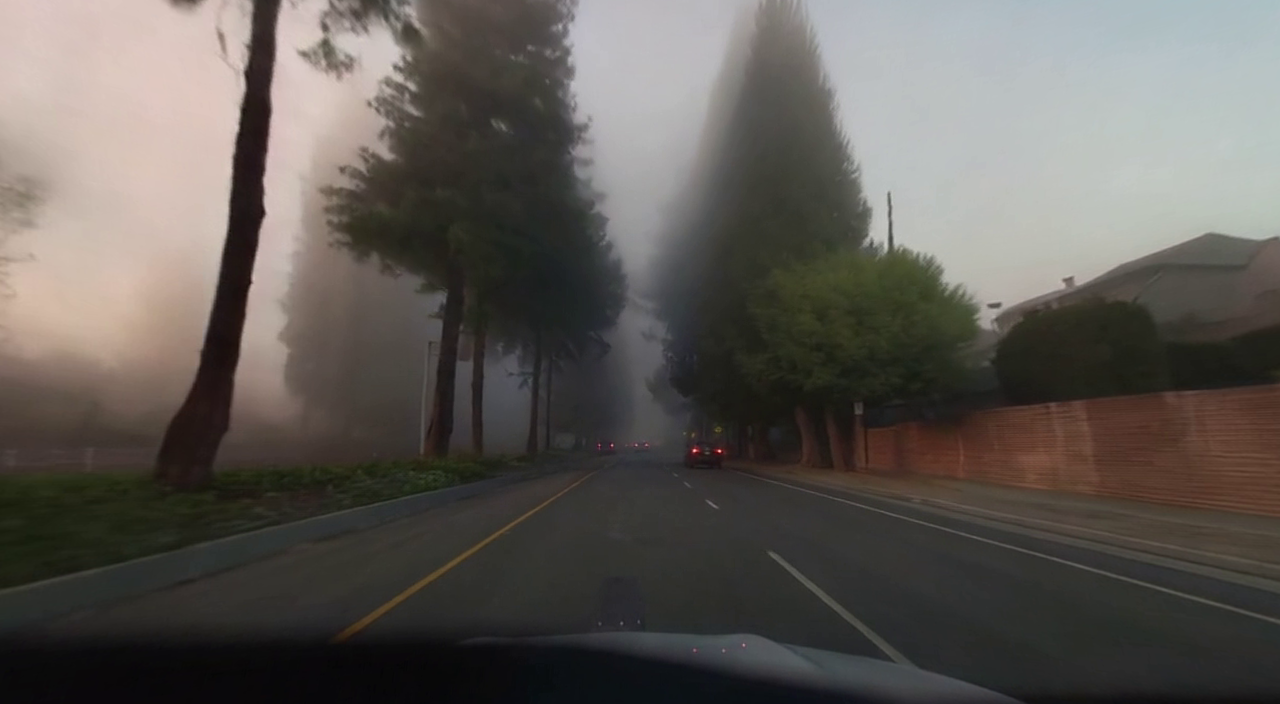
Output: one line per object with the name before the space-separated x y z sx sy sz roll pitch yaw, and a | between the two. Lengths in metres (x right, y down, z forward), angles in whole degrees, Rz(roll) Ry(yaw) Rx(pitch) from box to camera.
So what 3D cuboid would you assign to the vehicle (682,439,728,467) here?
vehicle | 3.900 6.210 38.814 2.237 1.578 4.621 0 -8 -1
